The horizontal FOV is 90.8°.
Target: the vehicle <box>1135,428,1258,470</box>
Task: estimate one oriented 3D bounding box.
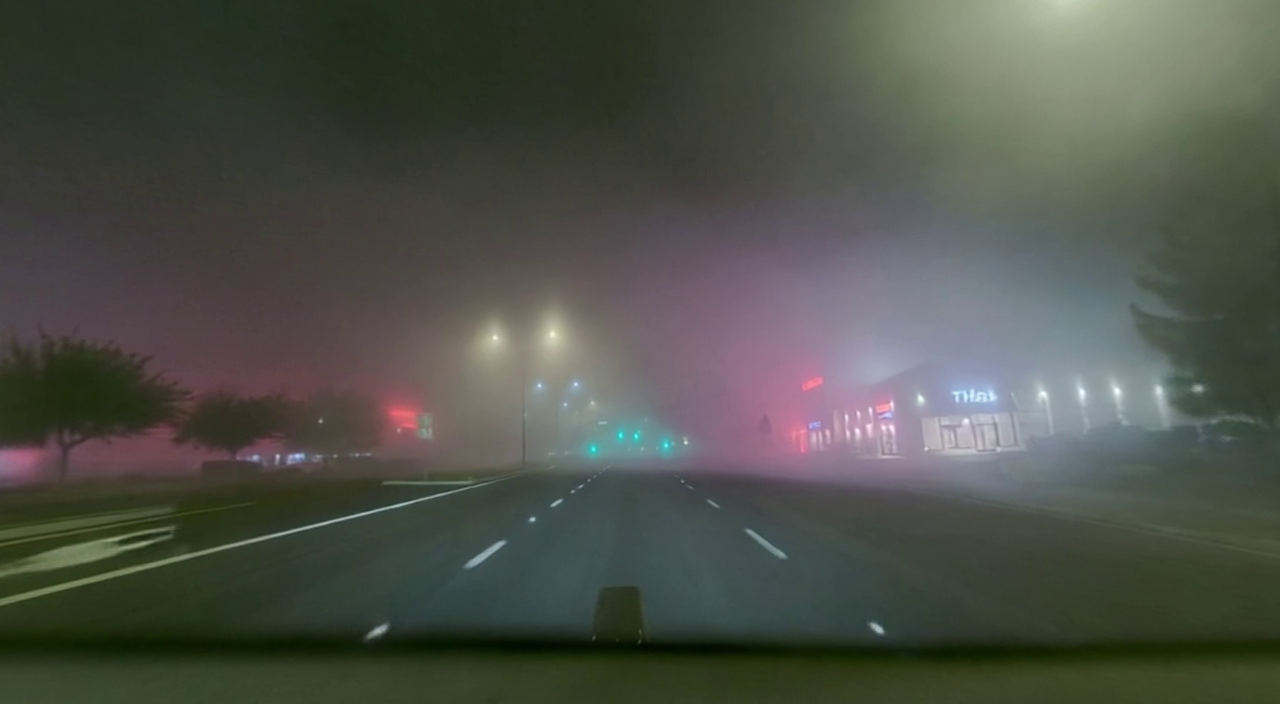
[{"bbox_3d":[29.782,5.158,33.794,6.327,1.962,2.210,2,-9,-23],"label":"vehicle"}]
